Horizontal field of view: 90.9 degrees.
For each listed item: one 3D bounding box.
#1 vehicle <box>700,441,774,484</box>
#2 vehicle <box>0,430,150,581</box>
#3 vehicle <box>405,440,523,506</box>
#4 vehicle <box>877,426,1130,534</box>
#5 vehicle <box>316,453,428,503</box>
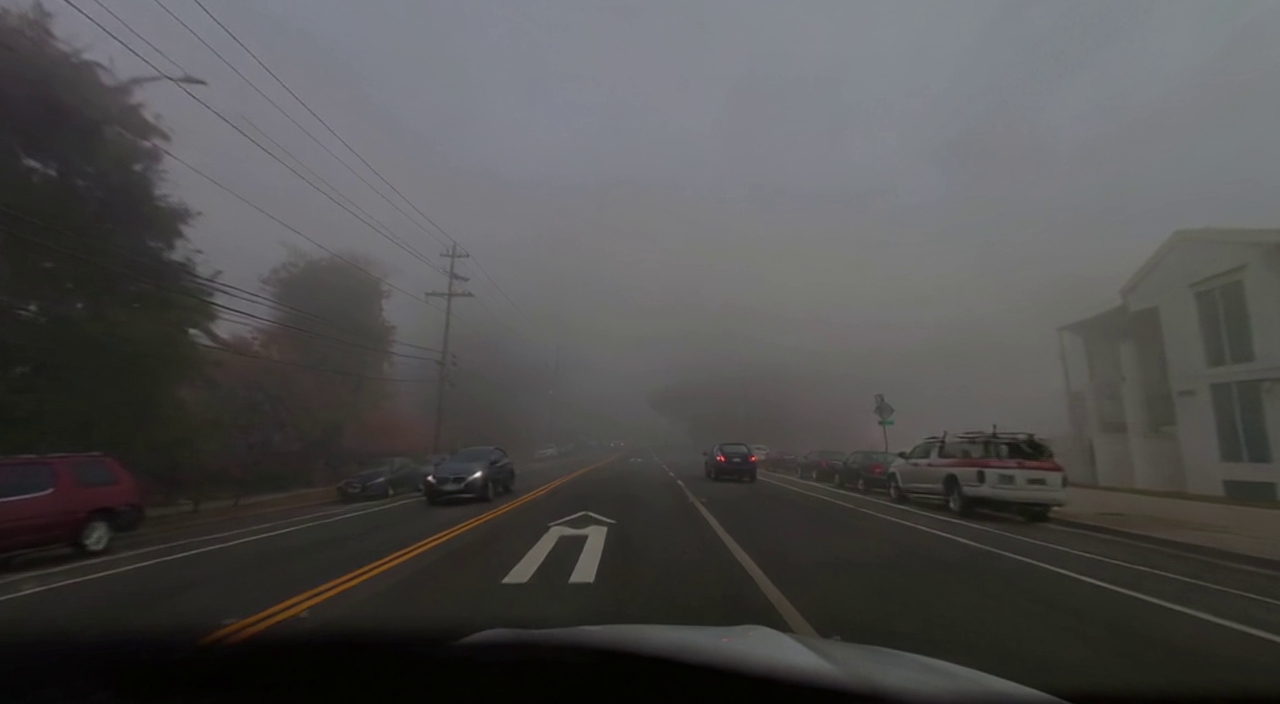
[{"bbox_3d":[3.632,4.259,24.610,2.059,1.489,4.629,0,-8,-1],"label":"vehicle"},{"bbox_3d":[-9.495,2.129,8.644,1.981,1.975,4.534,-3,-8,-1],"label":"vehicle"},{"bbox_3d":[-4.717,3.280,17.598,2.010,1.588,4.186,0,-8,1],"label":"vehicle"},{"bbox_3d":[7.741,2.766,14.522,2.250,1.935,6.052,0,-8,0],"label":"vehicle"},{"bbox_3d":[-9.298,4.372,22.332,1.944,1.524,4.404,0,-8,2],"label":"vehicle"}]
